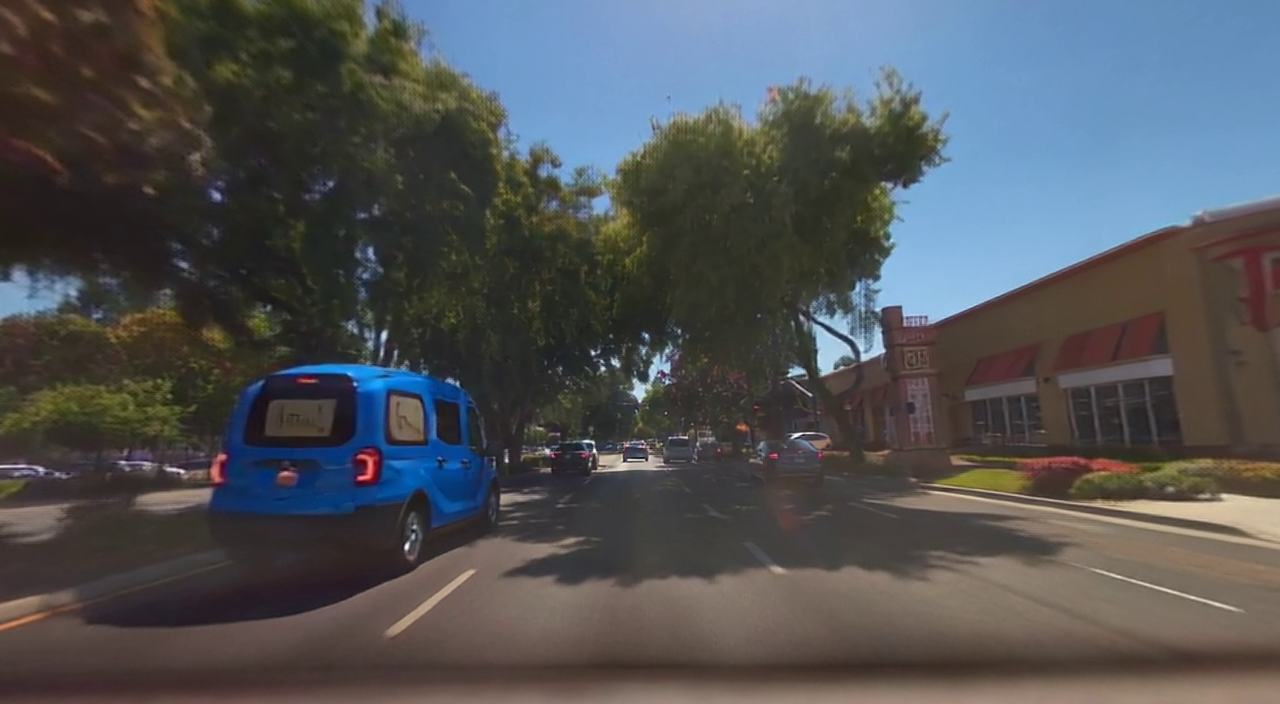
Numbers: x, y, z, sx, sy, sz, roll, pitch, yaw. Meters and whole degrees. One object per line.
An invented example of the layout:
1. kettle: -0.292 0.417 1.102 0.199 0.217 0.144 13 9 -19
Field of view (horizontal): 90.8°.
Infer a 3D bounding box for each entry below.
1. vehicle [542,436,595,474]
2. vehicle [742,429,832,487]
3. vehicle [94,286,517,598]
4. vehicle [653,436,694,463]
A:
1. vehicle: -3.377 5.001 30.810 2.030 1.724 4.365 0 -9 1
2. vehicle: 4.560 3.376 20.264 1.869 1.646 4.166 0 -9 0
3. vehicle: -3.528 1.208 8.615 2.443 2.784 5.862 0 -9 1
4. vehicle: 2.500 7.057 45.659 2.209 1.806 4.689 -2 -9 12
